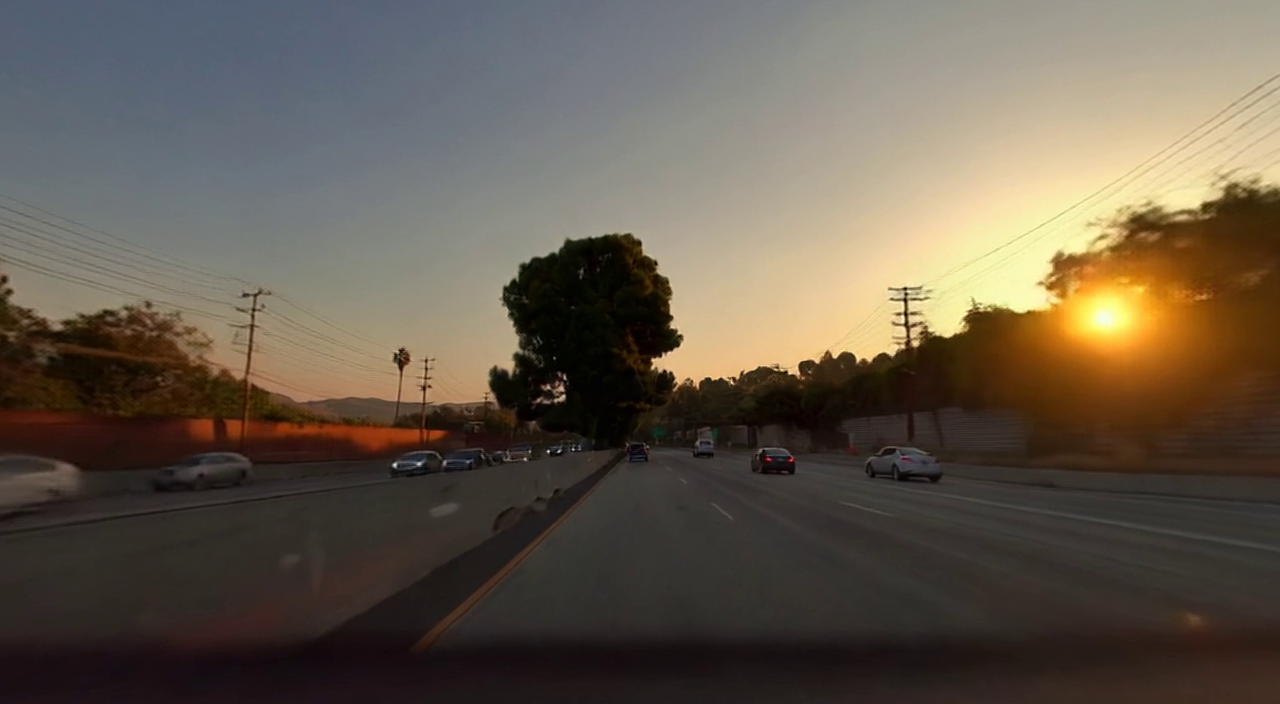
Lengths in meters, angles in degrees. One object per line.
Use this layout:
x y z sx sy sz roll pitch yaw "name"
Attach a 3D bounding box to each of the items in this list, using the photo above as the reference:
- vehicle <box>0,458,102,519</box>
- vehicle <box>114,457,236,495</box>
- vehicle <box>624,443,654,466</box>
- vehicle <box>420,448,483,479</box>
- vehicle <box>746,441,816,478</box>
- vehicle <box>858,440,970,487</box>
-16.780 3.491 16.190 1.875 1.460 4.645 0 -8 0 "vehicle"
-20.349 5.400 27.918 1.971 1.447 4.468 0 -9 0 "vehicle"
-0.091 7.087 43.737 1.993 1.506 3.883 0 -8 0 "vehicle"
-9.944 5.885 33.701 1.946 1.495 4.468 0 -9 0 "vehicle"
6.340 4.892 29.001 2.069 1.520 4.614 0 -8 -1 "vehicle"
9.732 3.989 22.901 1.969 1.506 4.422 0 -9 -1 "vehicle"
